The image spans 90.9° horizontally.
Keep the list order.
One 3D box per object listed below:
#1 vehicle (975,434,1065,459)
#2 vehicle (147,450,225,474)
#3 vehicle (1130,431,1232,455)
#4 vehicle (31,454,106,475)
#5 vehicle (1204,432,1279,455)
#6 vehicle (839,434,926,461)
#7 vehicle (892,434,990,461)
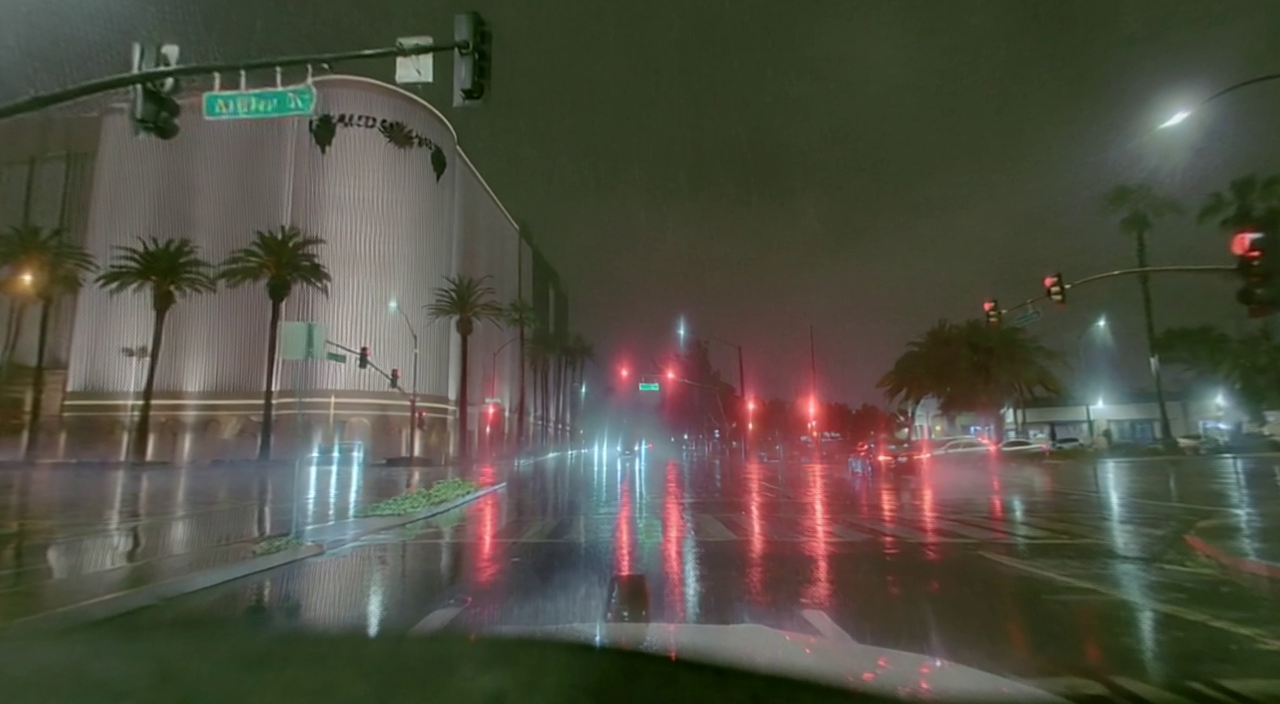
[{"bbox_3d":[23.714,5.914,39.418,4.423,1.465,1.798,0,-8,1],"label":"vehicle"},{"bbox_3d":[-32.864,7.945,45.675,4.136,1.661,1.857,0,-8,1],"label":"vehicle"},{"bbox_3d":[33.380,5.620,38.989,4.567,1.458,1.791,0,-8,1],"label":"vehicle"},{"bbox_3d":[-41.431,8.161,45.726,3.698,1.467,1.779,0,-8,1],"label":"vehicle"},{"bbox_3d":[42.293,6.346,43.715,4.437,1.469,1.811,0,-8,0],"label":"vehicle"},{"bbox_3d":[15.190,6.015,39.663,4.648,1.665,1.910,0,-8,0],"label":"vehicle"},{"bbox_3d":[17.112,5.438,35.959,4.684,1.461,1.777,0,-8,-1],"label":"vehicle"}]
